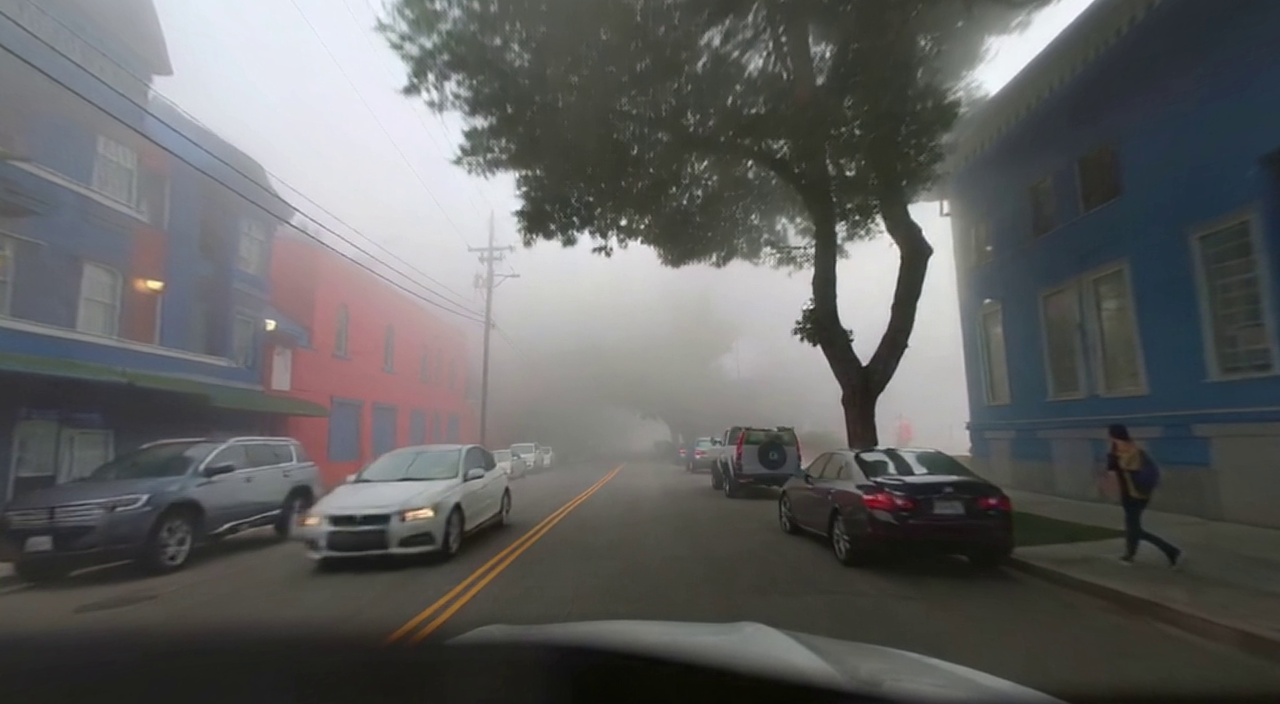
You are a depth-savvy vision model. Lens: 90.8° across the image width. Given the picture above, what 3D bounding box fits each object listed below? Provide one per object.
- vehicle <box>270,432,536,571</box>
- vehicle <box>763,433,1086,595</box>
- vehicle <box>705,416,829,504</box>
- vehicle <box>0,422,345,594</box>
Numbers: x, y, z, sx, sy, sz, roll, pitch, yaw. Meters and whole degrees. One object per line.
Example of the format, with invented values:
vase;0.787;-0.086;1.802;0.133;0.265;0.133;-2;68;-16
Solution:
vehicle;-2.996;1.998;9.258;2.036;1.515;4.437;-1;-9;2
vehicle;3.080;1.841;8.163;1.966;1.471;4.552;0;-9;-1
vehicle;3.153;2.832;16.864;2.263;1.996;4.870;0;-9;0
vehicle;-6.329;2.017;9.054;2.140;1.746;4.385;-3;-8;0
